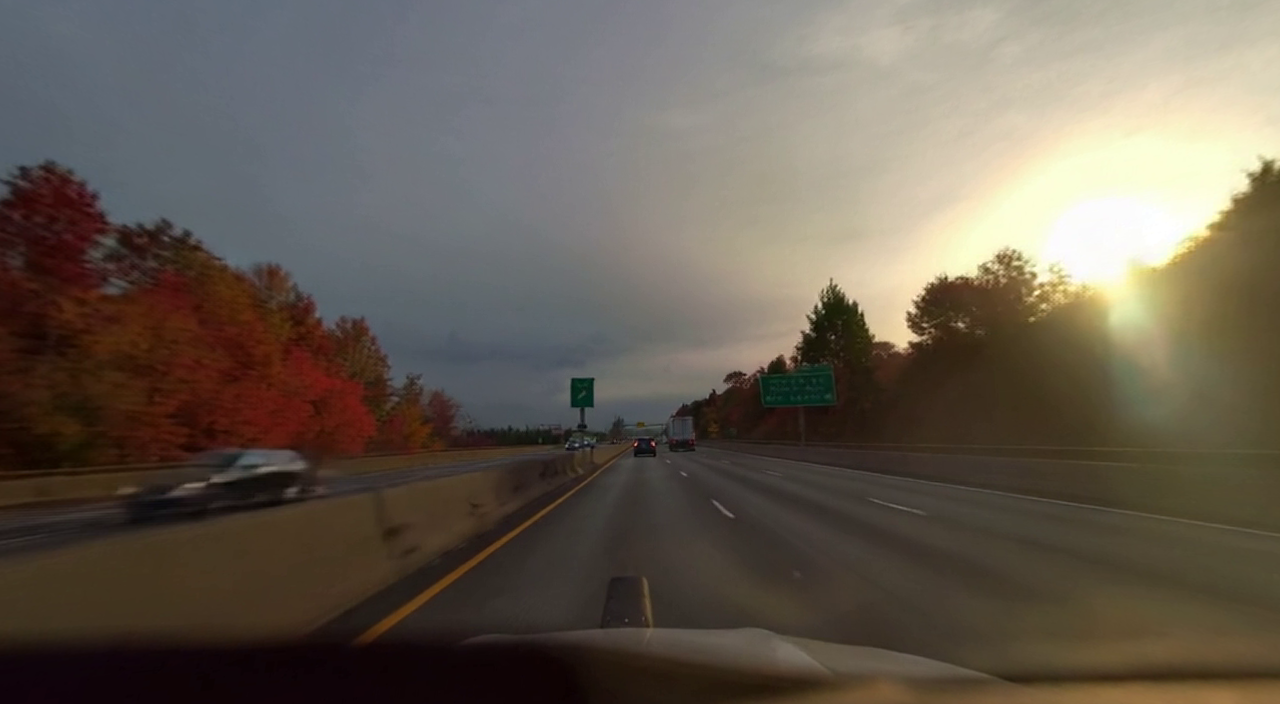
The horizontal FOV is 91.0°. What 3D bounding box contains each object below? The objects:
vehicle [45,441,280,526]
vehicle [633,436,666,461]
[{"bbox_3d":[-9.779,2.658,13.382,1.887,1.520,3.936,0,-8,0],"label":"vehicle"},{"bbox_3d":[0.600,5.948,38.853,1.924,1.498,3.817,0,-8,2],"label":"vehicle"}]
